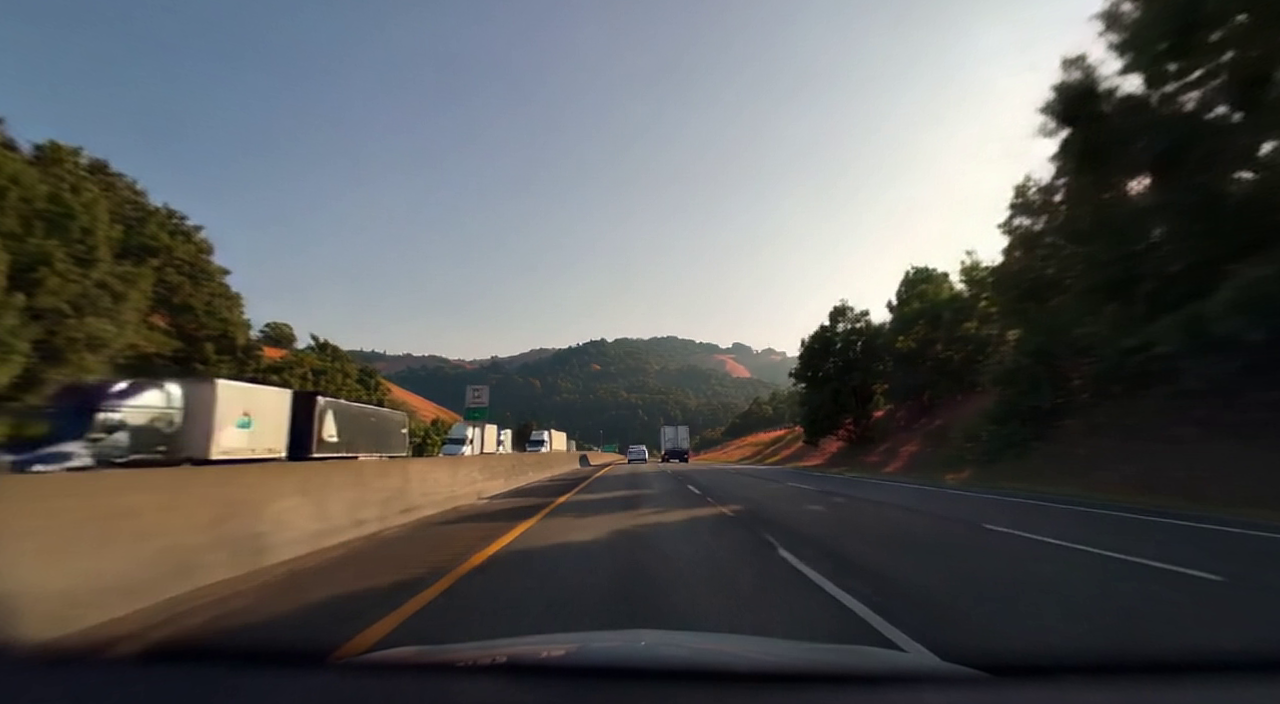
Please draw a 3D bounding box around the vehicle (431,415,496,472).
[{"bbox_3d":[-12.730,6.694,46.073,2.948,3.877,6.066,0,-9,-1],"label":"vehicle"}]

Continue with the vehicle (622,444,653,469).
[{"bbox_3d":[-0.176,7.629,46.128,2.137,1.689,4.051,0,-9,0],"label":"vehicle"}]

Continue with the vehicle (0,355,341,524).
[{"bbox_3d":[-13.206,2.710,19.329,2.919,3.755,10.586,0,-9,0],"label":"vehicle"}]

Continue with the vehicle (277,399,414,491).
[{"bbox_3d":[-13.088,4.270,28.962,2.668,3.649,7.436,0,-9,0],"label":"vehicle"}]
